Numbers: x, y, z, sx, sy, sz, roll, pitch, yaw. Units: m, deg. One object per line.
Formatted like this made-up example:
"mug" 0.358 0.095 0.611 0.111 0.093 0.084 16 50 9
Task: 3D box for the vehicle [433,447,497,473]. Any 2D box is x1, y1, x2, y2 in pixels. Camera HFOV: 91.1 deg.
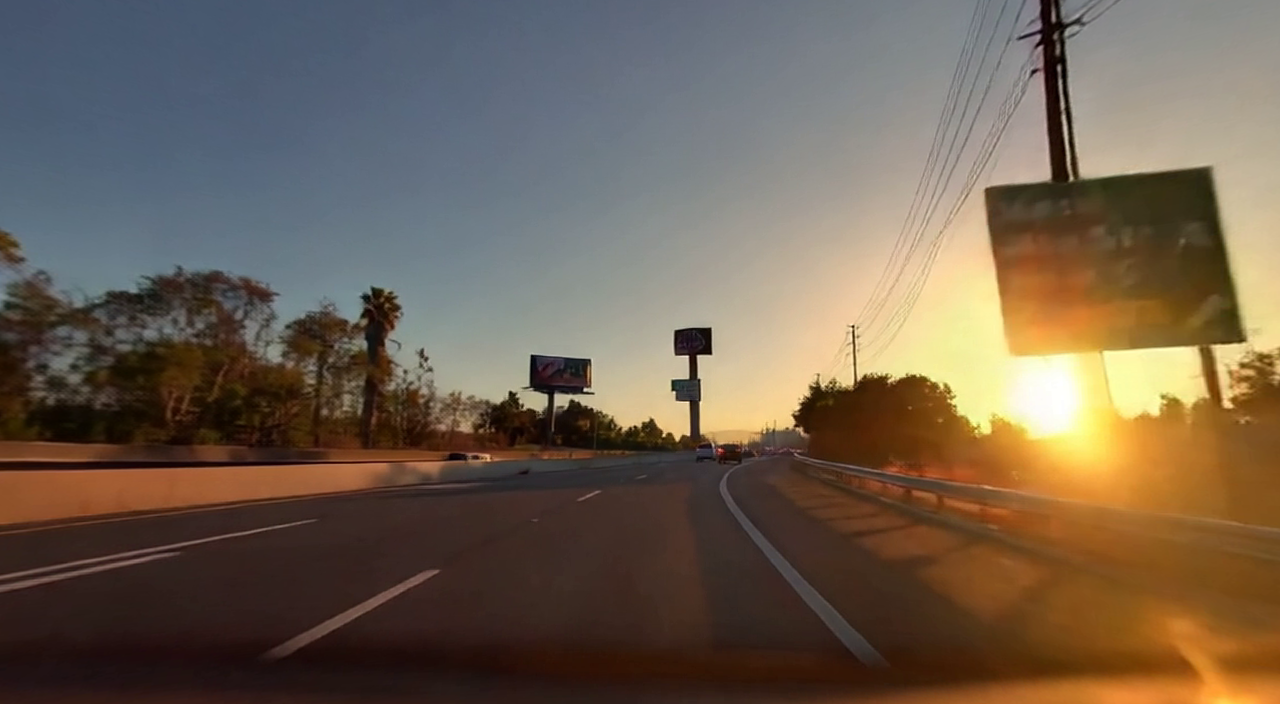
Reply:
"vehicle" -12.389 7.633 44.749 2.145 1.717 4.448 -3 -9 19
